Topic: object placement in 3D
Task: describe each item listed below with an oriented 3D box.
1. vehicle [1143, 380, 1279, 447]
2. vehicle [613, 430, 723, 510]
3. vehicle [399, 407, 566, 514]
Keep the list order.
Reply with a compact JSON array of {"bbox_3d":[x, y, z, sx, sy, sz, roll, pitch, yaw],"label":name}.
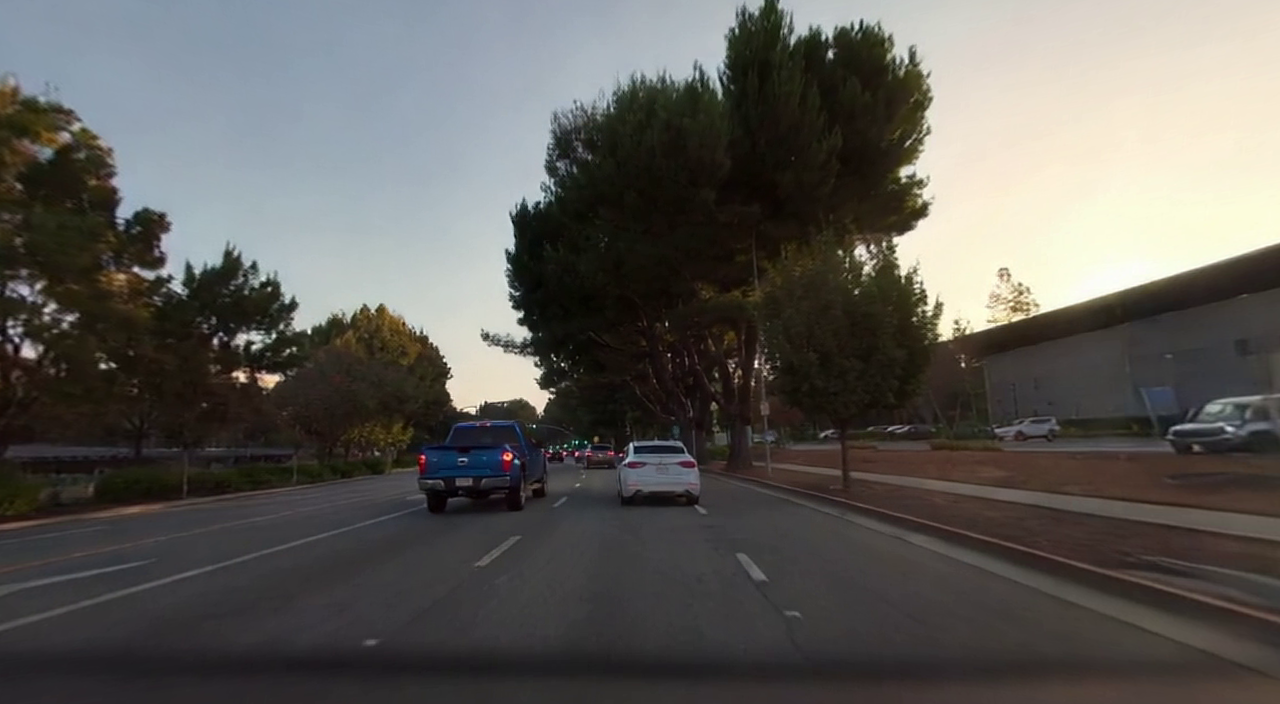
[{"bbox_3d":[22.926,2.349,23.466,6.027,2.377,2.245,-5,-10,27],"label":"vehicle"},{"bbox_3d":[0.468,2.624,14.424,2.142,1.528,4.133,0,-9,-2],"label":"vehicle"},{"bbox_3d":[-3.305,2.472,14.779,2.512,1.992,5.725,0,-9,-1],"label":"vehicle"}]
